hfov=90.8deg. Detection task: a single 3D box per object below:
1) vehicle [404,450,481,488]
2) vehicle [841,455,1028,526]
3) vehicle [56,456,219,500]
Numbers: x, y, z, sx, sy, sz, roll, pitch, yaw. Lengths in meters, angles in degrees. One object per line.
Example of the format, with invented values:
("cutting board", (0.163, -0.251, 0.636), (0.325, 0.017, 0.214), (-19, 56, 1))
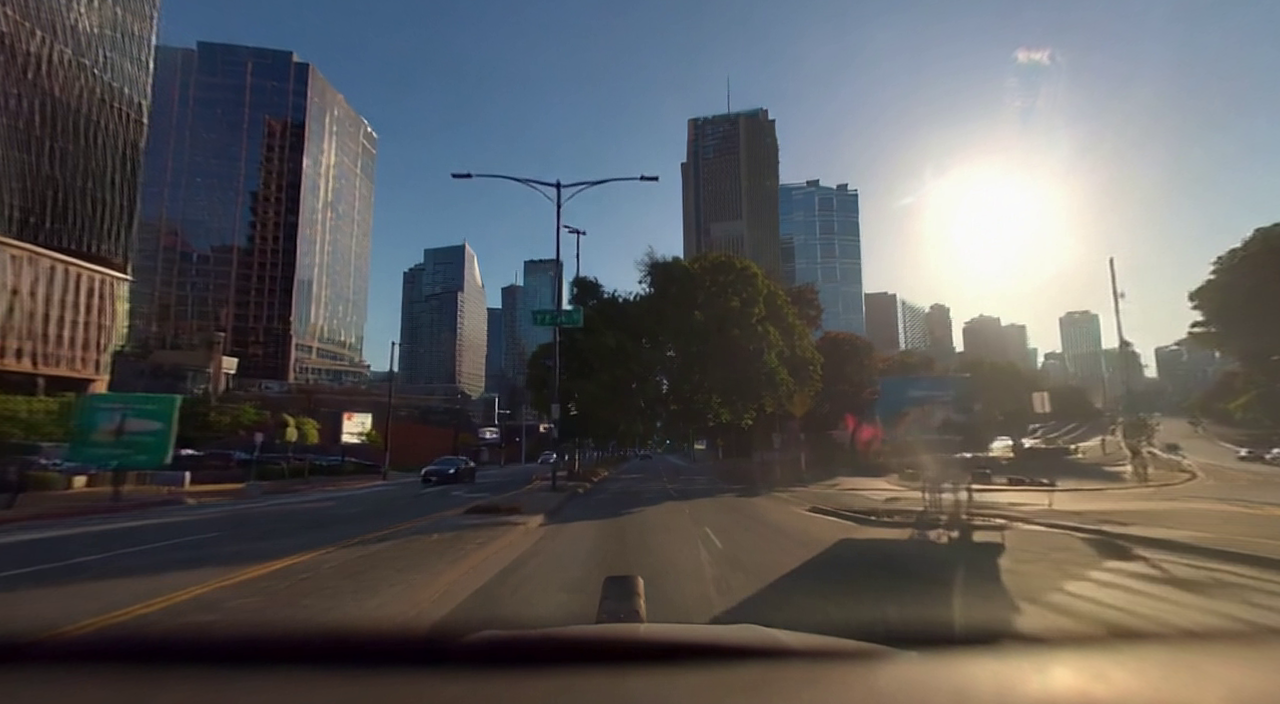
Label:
("vehicle", (-8.624, 5.135, 28.023), (1.905, 1.533, 4.419), (0, -9, 1))
("vehicle", (6.912, 3.282, 15.533), (2.675, 1.452, 4.213), (0, -9, 2))
("vehicle", (-18.244, 4.558, 23.282), (2.448, 1.407, 4.308), (0, -9, 0))
